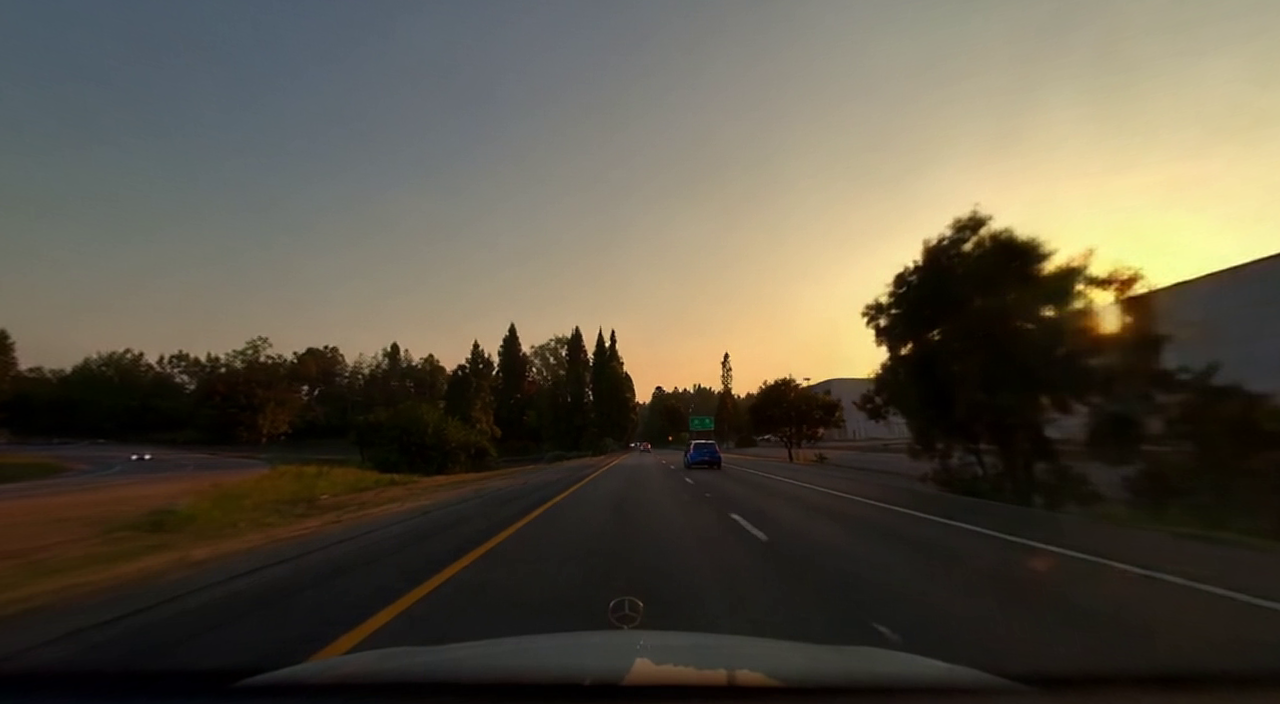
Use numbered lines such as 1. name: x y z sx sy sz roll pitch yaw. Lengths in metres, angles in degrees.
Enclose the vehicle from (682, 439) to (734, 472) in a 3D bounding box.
1. vehicle: 3.339 5.208 31.752 2.079 1.531 3.997 0 -8 -2
